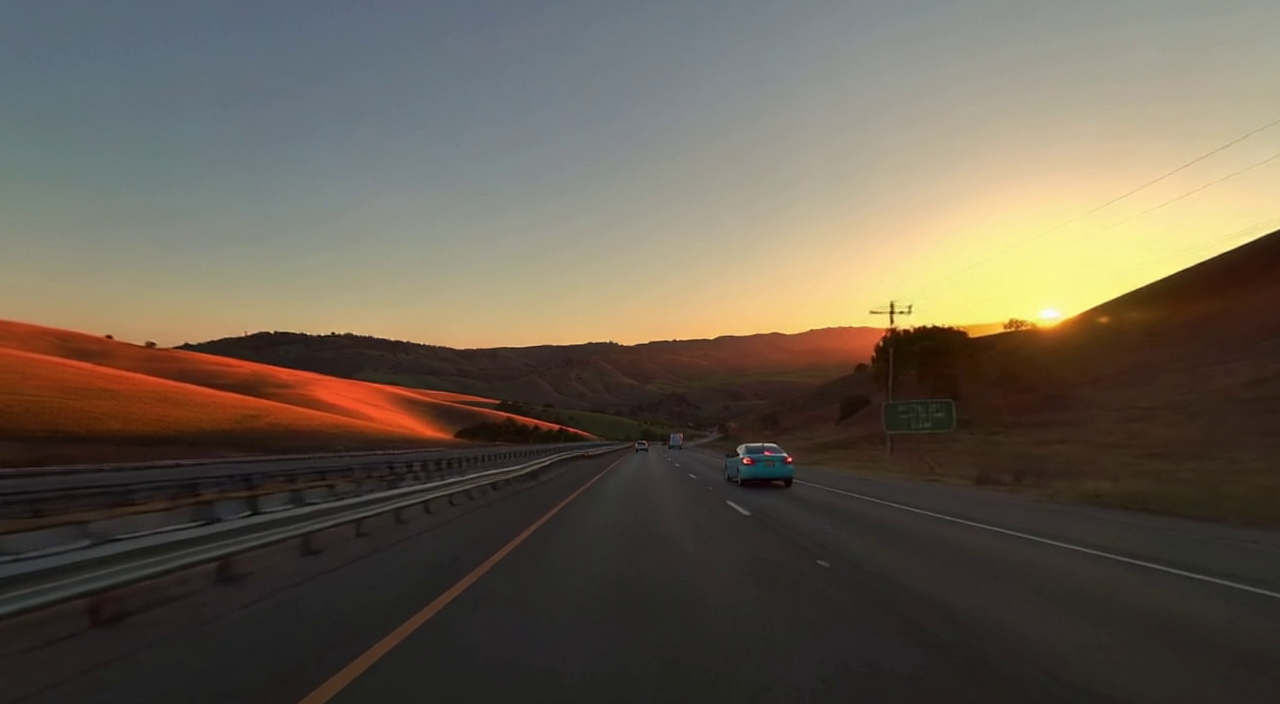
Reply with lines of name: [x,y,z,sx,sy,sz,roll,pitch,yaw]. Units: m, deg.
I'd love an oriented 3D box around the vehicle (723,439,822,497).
vehicle: [3.826,3.417,19.137,1.960,1.516,4.657,0,-8,0]
